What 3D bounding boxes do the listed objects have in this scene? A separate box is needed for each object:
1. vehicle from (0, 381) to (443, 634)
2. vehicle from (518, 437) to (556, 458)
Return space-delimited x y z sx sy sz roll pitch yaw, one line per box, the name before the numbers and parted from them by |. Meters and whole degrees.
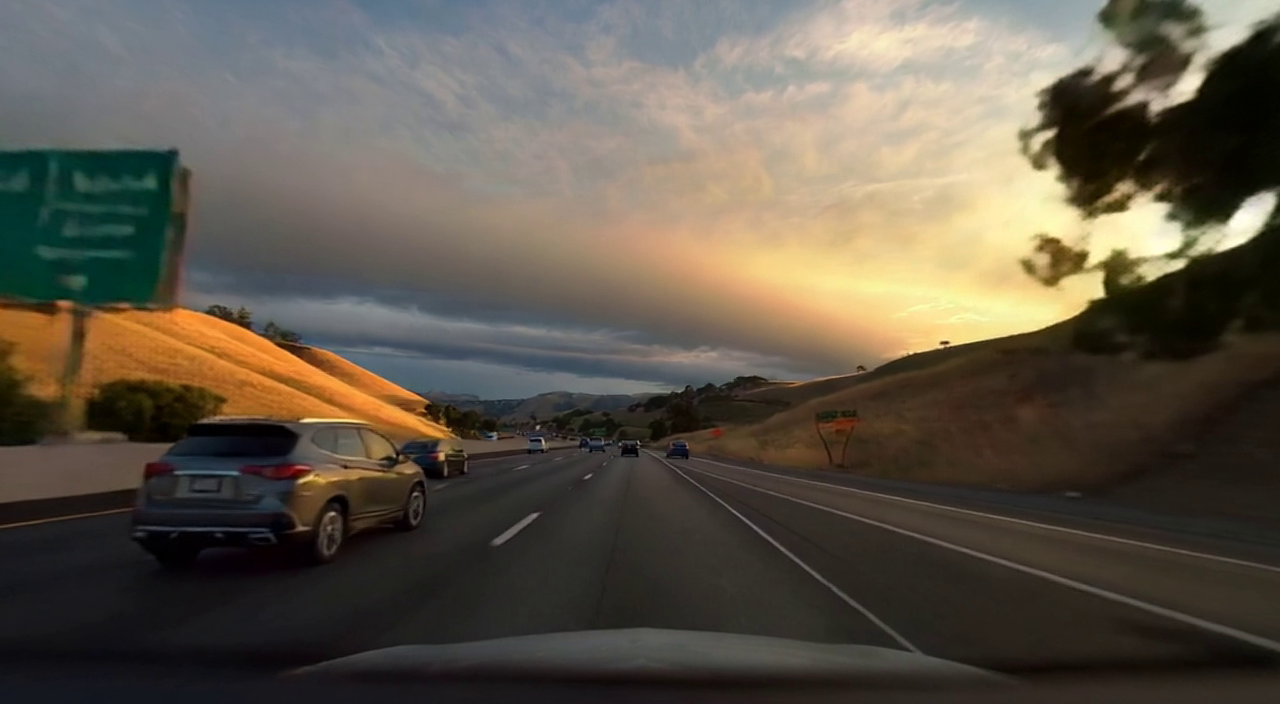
vehicle | -3.934 1.393 6.672 2.166 1.700 4.661 0 -8 0
vehicle | -7.587 7.116 47.021 2.020 1.447 4.322 0 -8 1
